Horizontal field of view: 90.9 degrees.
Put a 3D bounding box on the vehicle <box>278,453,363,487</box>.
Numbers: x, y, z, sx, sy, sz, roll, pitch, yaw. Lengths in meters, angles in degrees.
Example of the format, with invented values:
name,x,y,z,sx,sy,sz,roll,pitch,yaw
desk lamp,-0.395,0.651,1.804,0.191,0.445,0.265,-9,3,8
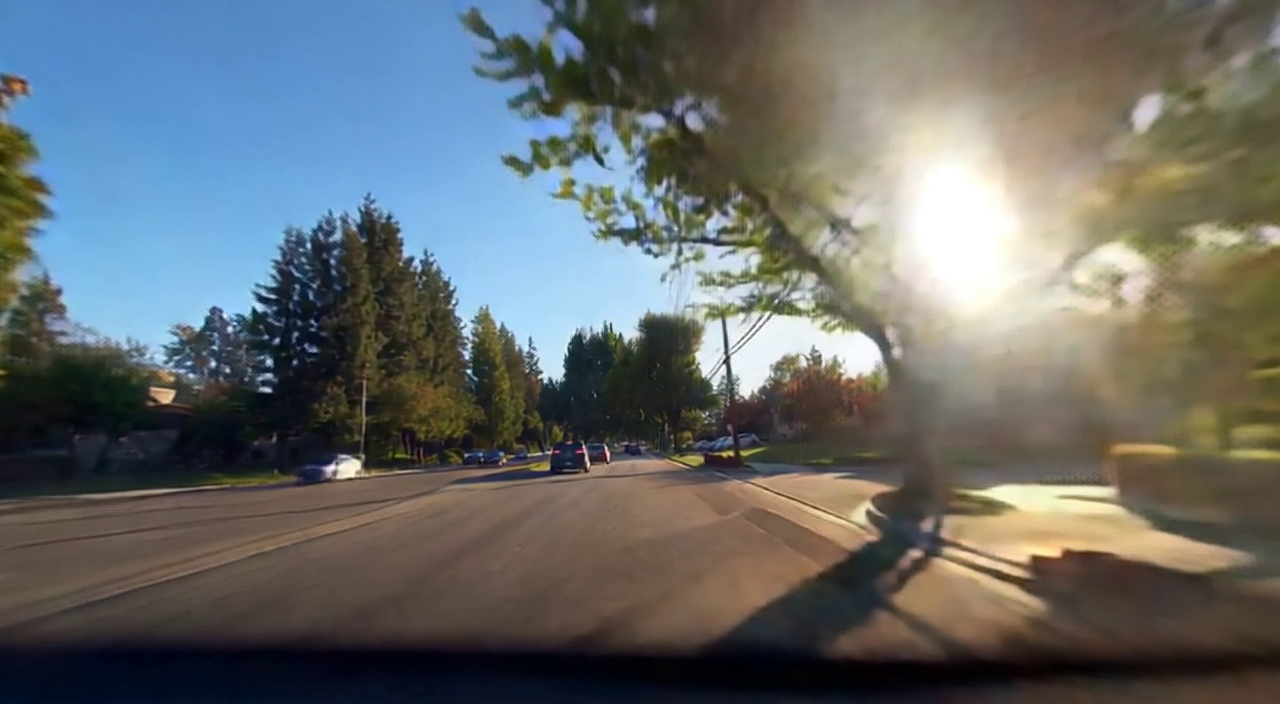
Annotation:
name,x,y,z,sx,sy,sz,roll,pitch,yaw
vehicle,-16.178,5.979,32.266,1.937,1.480,4.755,0,-9,-1

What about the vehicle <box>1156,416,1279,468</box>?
name,x,y,z,sx,sy,sz,roll,pitch,yaw
vehicle,21.864,3.196,22.499,4.904,1.735,2.270,0,-8,-2

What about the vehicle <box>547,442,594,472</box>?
name,x,y,z,sx,sy,sz,roll,pitch,yaw
vehicle,-3.665,5.611,33.965,2.084,1.466,4.522,0,-9,0
